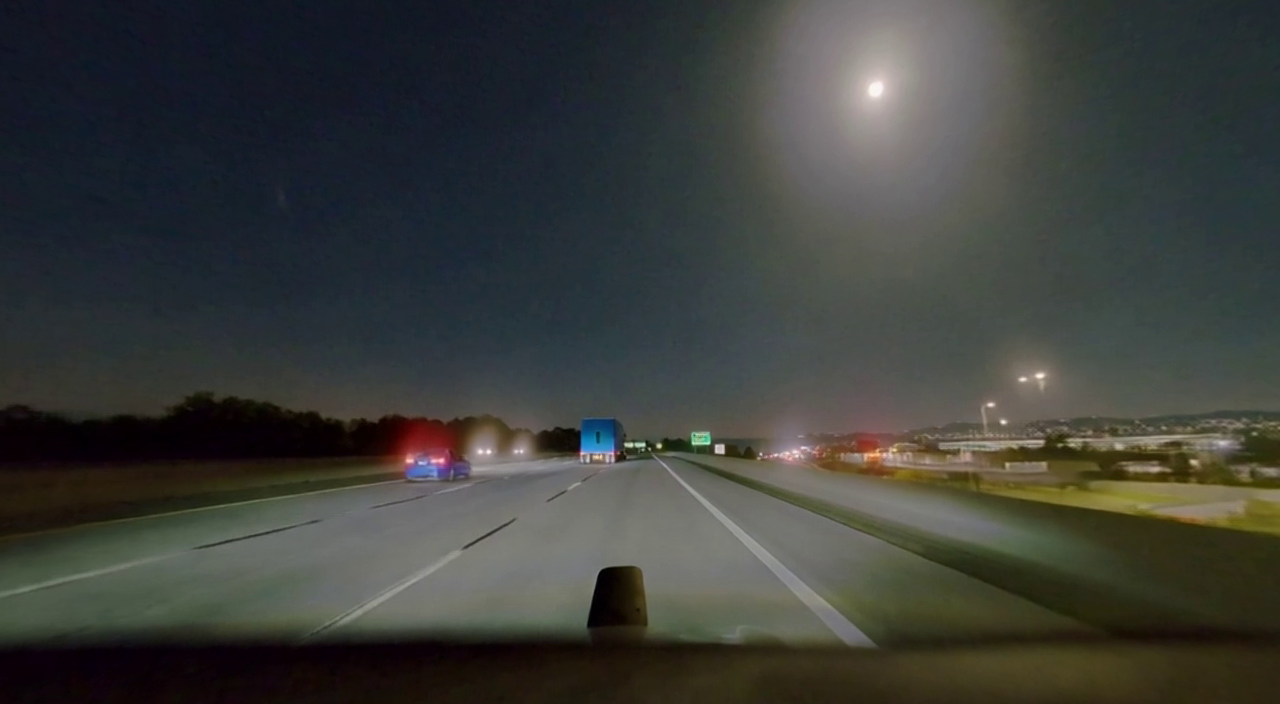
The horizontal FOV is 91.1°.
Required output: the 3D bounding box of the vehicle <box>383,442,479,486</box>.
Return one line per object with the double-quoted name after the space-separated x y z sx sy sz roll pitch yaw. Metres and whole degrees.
-7.676 4.134 23.552 1.901 1.467 4.629 0 -8 1 "vehicle"
